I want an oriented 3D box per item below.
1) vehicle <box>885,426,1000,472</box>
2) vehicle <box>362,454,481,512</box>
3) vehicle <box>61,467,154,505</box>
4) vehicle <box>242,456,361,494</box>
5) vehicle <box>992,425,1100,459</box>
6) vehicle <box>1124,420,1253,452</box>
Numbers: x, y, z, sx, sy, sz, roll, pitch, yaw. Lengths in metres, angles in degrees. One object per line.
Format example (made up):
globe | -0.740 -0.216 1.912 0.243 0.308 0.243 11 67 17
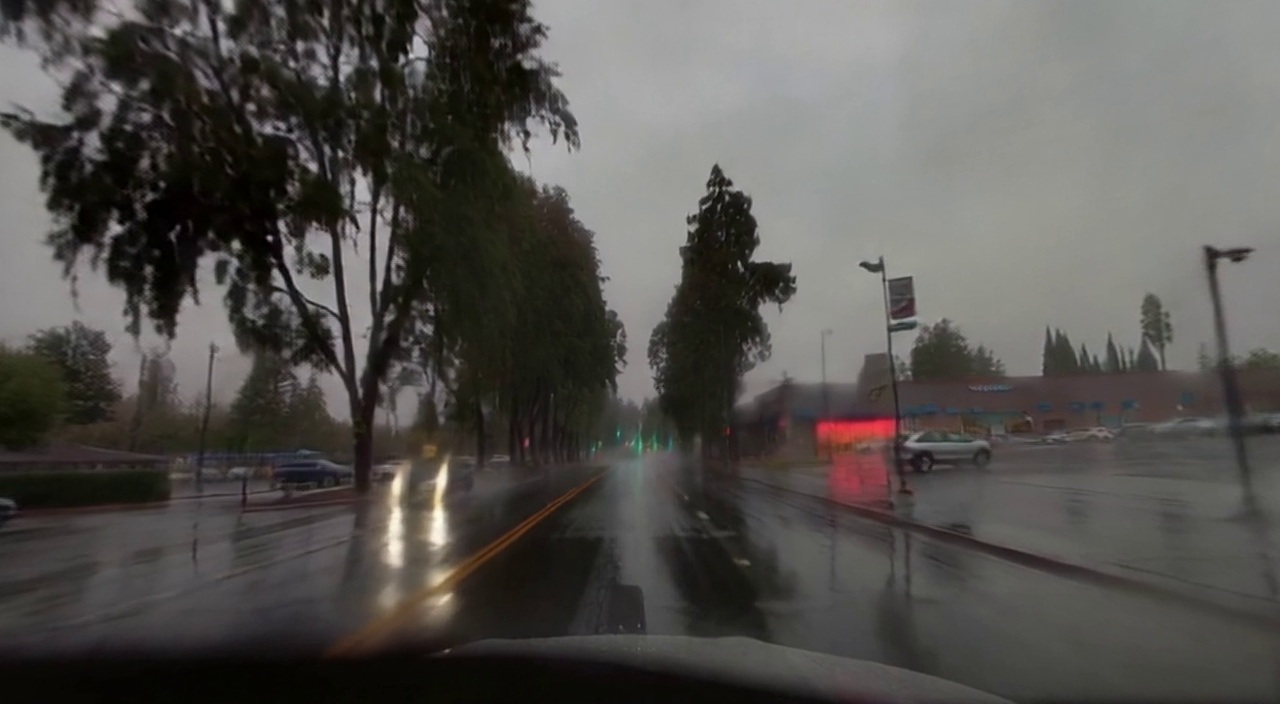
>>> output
vehicle | 11.190 3.559 23.254 4.587 1.504 1.928 6 -11 -38
vehicle | -6.526 3.948 19.519 1.962 1.478 4.639 -1 -9 1
vehicle | -27.387 6.853 32.675 1.822 1.622 4.193 -2 -9 -11
vehicle | -16.351 5.964 30.692 4.650 1.700 1.915 0 -9 -1
vehicle | 21.871 4.881 34.131 4.442 1.451 1.945 -12 -12 42
vehicle | 26.125 4.060 30.209 1.765 1.435 4.413 8 -12 -44
